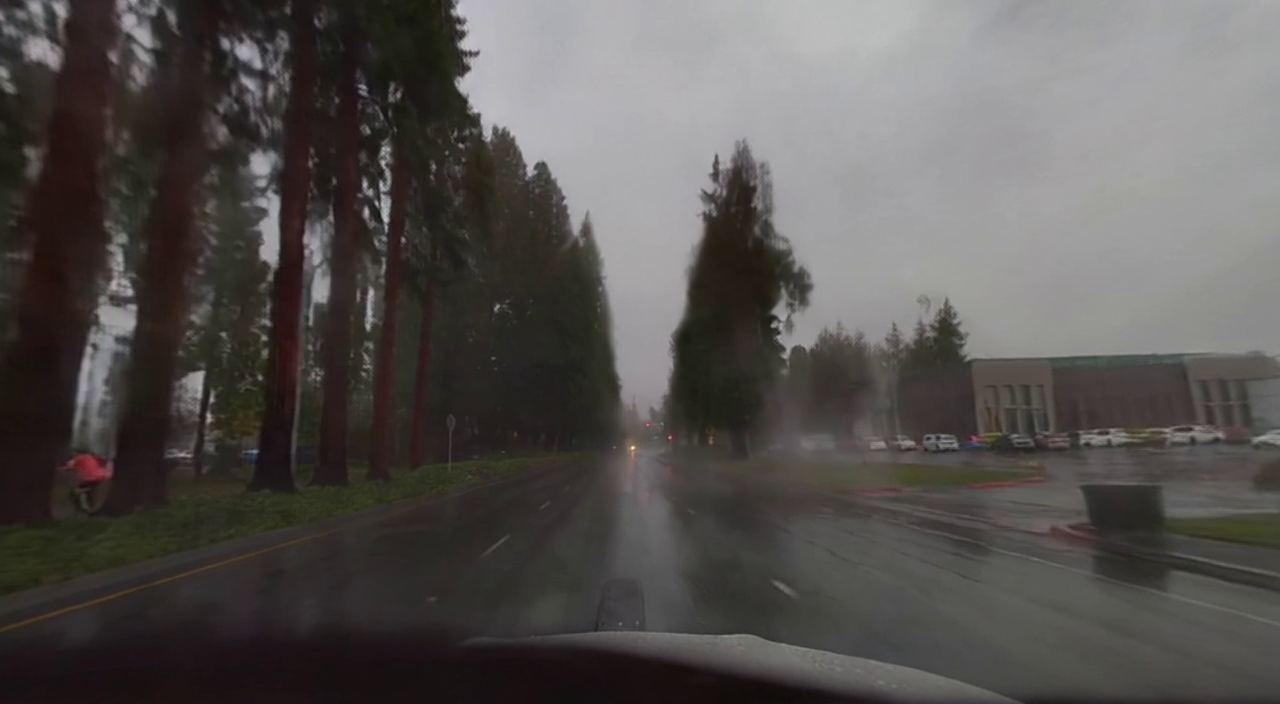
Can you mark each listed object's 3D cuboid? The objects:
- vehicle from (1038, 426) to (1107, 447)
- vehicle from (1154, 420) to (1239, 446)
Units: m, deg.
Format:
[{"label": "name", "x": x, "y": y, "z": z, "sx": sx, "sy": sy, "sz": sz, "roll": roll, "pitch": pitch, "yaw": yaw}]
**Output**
[{"label": "vehicle", "x": 32.746, "y": 6.484, "z": 48.006, "sx": 1.850, "sy": 1.490, "sz": 4.701, "roll": 0, "pitch": -9, "yaw": 0}, {"label": "vehicle", "x": 43.352, "y": 6.384, "z": 49.392, "sx": 1.929, "sy": 1.842, "sz": 4.959, "roll": 0, "pitch": -9, "yaw": -3}]
